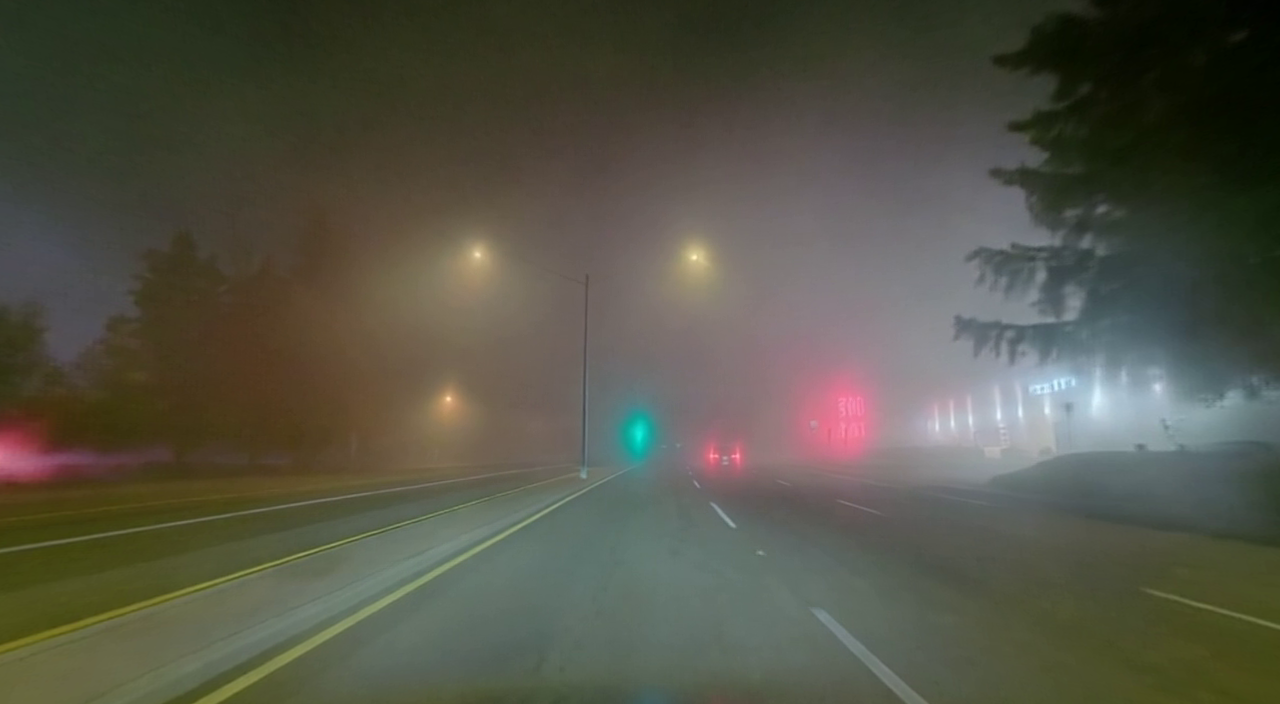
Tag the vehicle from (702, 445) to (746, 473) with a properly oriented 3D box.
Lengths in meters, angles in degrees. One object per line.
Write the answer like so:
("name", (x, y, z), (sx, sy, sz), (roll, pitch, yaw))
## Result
("vehicle", (4.744, 6.122, 36.298), (2.015, 1.479, 4.444), (0, -9, 1))
